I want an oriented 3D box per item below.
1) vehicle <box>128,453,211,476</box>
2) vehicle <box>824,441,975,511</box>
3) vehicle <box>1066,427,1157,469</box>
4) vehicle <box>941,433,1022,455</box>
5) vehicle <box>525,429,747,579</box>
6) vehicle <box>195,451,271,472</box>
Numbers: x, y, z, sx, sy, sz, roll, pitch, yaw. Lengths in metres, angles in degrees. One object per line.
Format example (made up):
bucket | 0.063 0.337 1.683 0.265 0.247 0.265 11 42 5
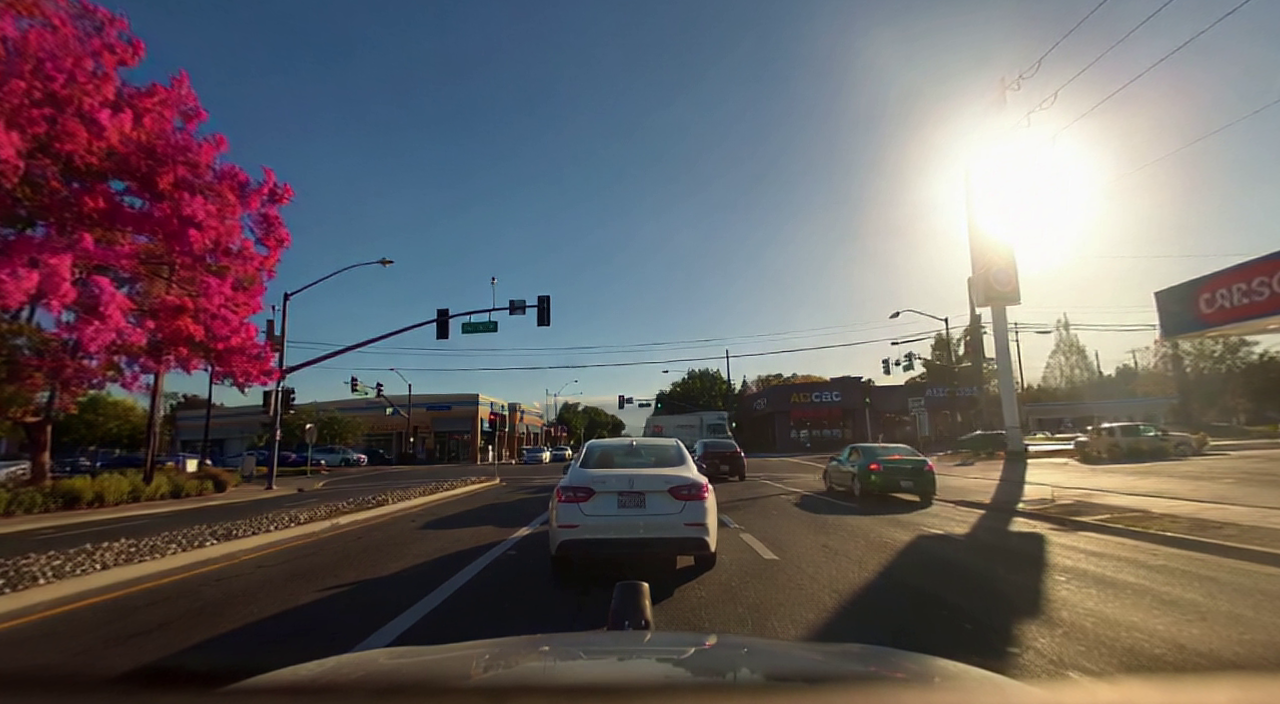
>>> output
vehicle | -32.935 7.856 44.149 4.609 1.465 1.944 -2 -8 10
vehicle | 6.334 3.039 16.041 1.942 1.511 4.390 0 -8 0
vehicle | 18.547 3.738 24.707 4.300 1.495 2.053 8 -12 -44
vehicle | 23.712 6.409 43.891 4.458 1.510 1.947 -1 -8 9
vehicle | -0.063 1.822 8.399 2.213 1.482 4.057 0 -8 -1
vehicle | -30.144 8.123 46.755 4.466 1.438 1.837 -1 -8 5
